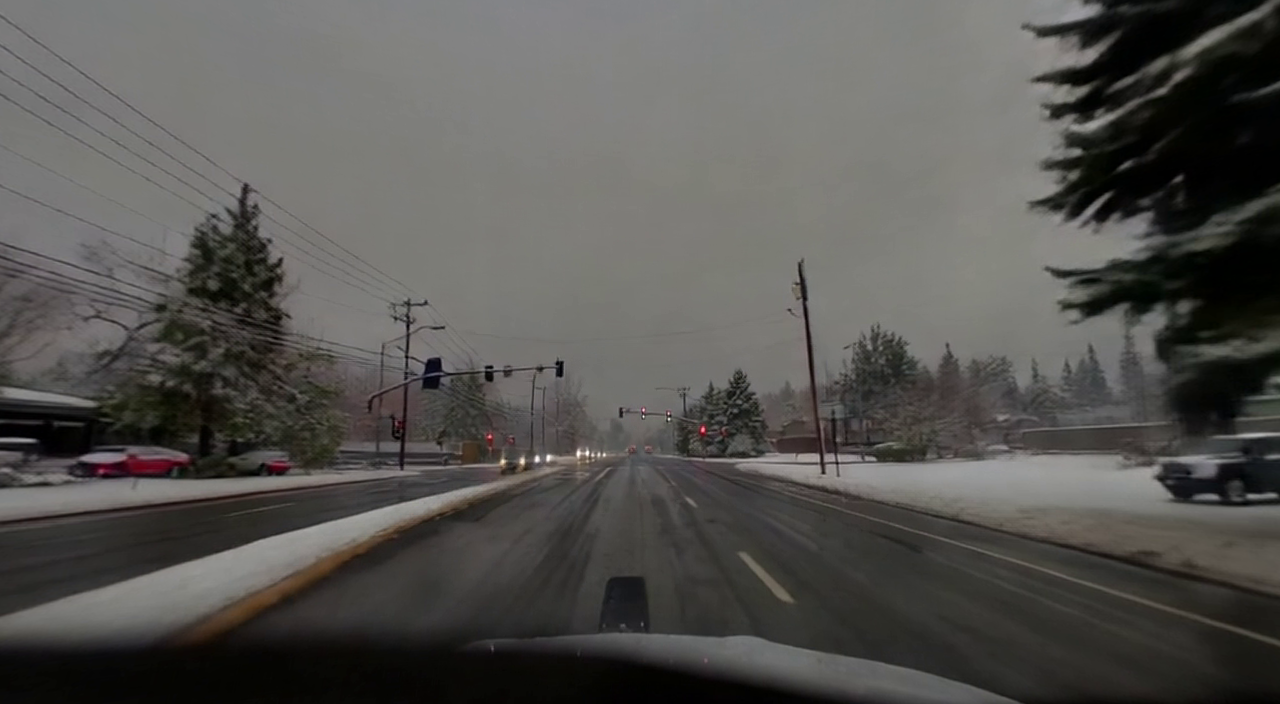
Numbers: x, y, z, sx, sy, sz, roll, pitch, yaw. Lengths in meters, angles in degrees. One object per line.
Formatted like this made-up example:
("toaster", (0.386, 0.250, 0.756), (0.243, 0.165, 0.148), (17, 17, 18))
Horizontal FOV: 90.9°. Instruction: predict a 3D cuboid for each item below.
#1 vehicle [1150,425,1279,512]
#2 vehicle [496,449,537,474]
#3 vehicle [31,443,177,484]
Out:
("vehicle", (14.267, 2.544, 14.124), (4.276, 1.703, 2.088), (2, -9, -14))
("vehicle", (-8.697, 7.732, 44.858), (1.986, 1.665, 4.284), (-1, -9, 1))
("vehicle", (-23.885, 4.983, 28.205), (4.552, 1.721, 2.117), (0, -9, 0))
